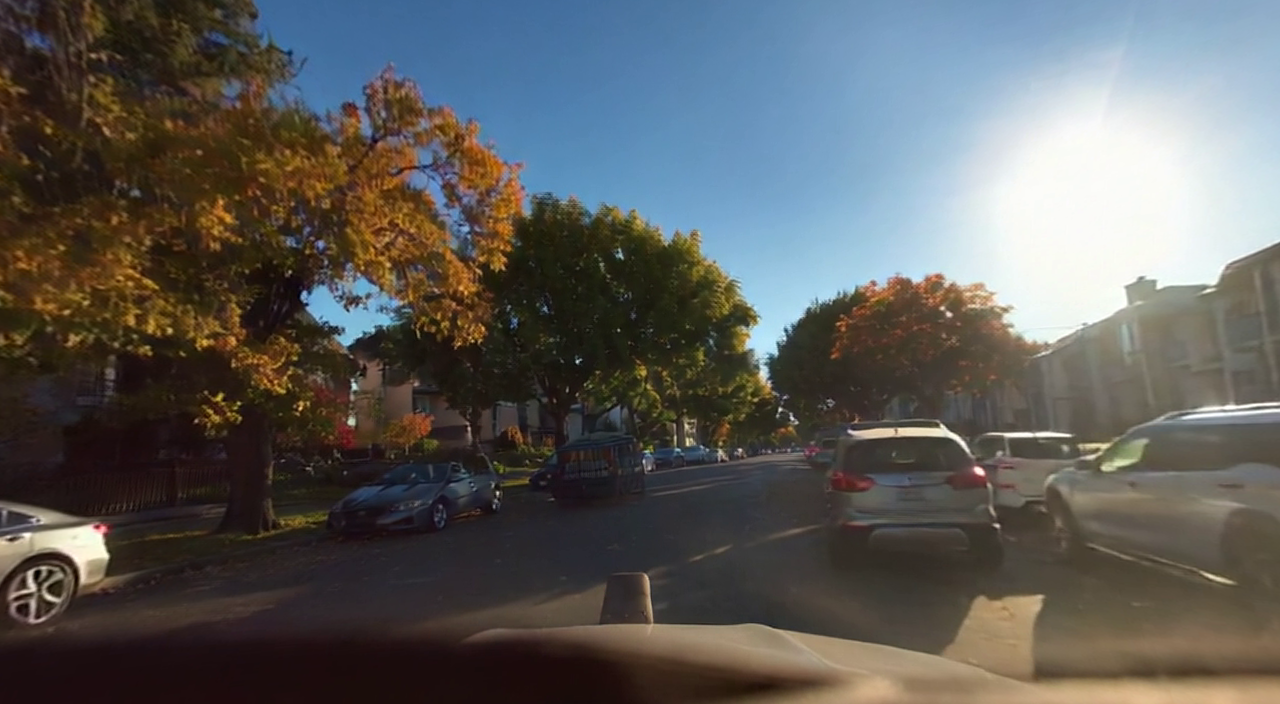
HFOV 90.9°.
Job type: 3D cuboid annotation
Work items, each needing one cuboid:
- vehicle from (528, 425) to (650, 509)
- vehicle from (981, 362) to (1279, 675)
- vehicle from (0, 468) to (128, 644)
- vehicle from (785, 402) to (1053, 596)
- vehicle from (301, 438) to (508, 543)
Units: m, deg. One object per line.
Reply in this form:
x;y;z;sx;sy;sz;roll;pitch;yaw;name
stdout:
-1.268;3.250;18.326;2.197;2.047;4.985;-2;-9;11;vehicle
4.992;1.187;5.201;2.082;1.799;5.207;-2;-8;8;vehicle
-6.539;1.639;4.463;1.859;1.432;4.315;-2;-8;8;vehicle
3.125;1.714;8.411;2.055;1.717;5.172;-2;-8;11;vehicle
-4.592;2.735;13.243;2.002;1.774;4.568;-2;-8;9;vehicle
